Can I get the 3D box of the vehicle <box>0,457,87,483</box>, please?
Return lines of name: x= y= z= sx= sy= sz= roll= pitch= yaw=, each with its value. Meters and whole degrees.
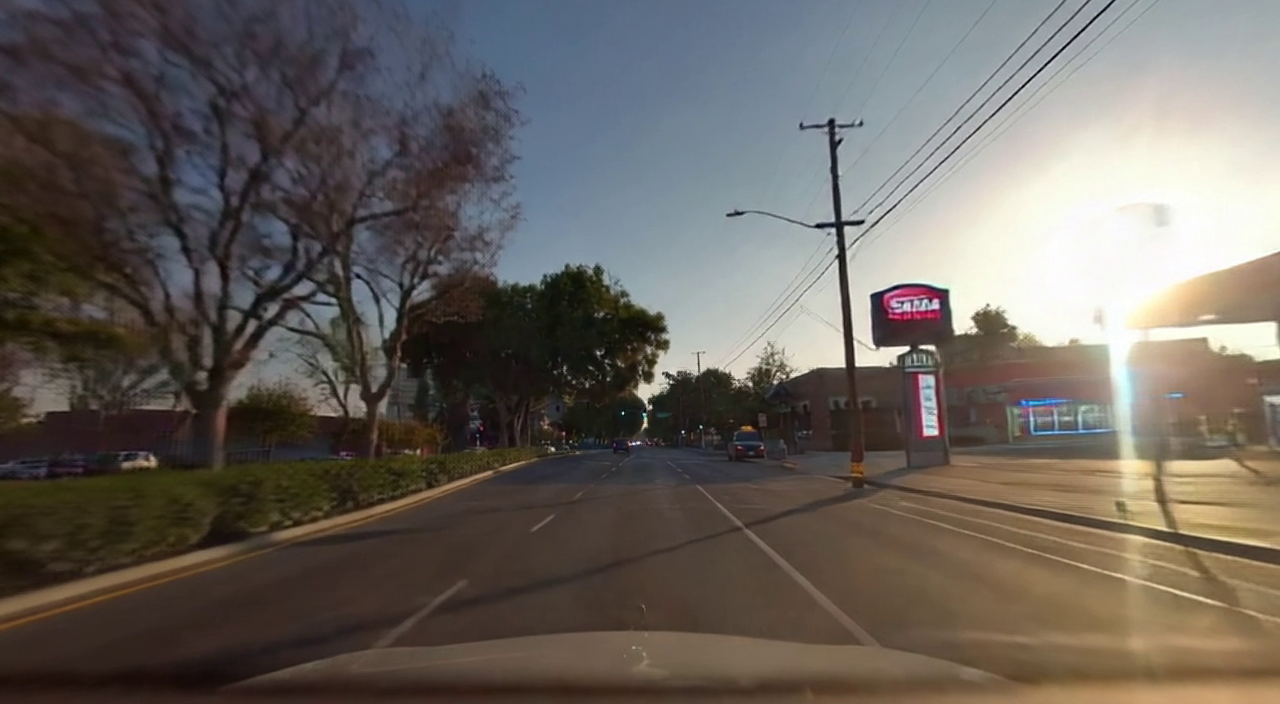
vehicle: x=-42.014 y=8.297 z=44.420 sx=1.898 sy=1.619 sz=4.511 roll=0 pitch=-8 yaw=0

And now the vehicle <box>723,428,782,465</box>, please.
vehicle: x=7.633 y=6.524 z=43.608 sx=2.764 sy=2.327 sz=6.492 roll=0 pitch=-8 yaw=0

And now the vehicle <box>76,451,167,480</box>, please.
vehicle: x=-36.907 y=8.052 z=45.103 sx=2.112 sy=1.854 sz=5.033 roll=0 pitch=-8 yaw=1
